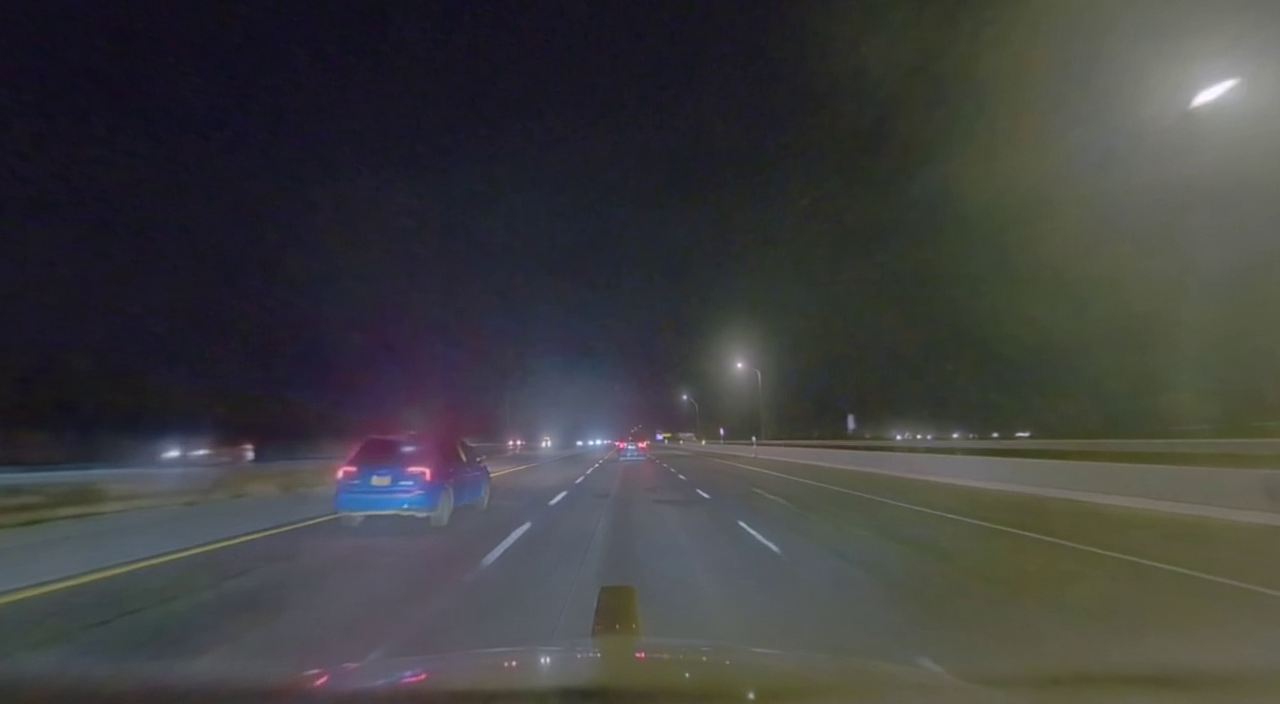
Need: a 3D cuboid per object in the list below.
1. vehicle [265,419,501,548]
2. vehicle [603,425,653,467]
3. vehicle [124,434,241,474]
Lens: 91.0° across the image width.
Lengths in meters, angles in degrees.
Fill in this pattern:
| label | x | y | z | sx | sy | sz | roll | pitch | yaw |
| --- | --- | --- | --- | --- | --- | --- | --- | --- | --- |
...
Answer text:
| label | x | y | z | sx | sy | sz | roll | pitch | yaw |
| --- | --- | --- | --- | --- | --- | --- | --- | --- | --- |
| vehicle | -3.735 | 1.978 | 10.183 | 2.039 | 1.602 | 4.317 | 0 | -8 | -1 |
| vehicle | -0.640 | 4.801 | 32.301 | 2.382 | 1.973 | 4.439 | 0 | -8 | -2 |
| vehicle | -19.422 | 4.335 | 27.002 | 1.985 | 1.558 | 4.109 | 0 | -8 | -2 |
